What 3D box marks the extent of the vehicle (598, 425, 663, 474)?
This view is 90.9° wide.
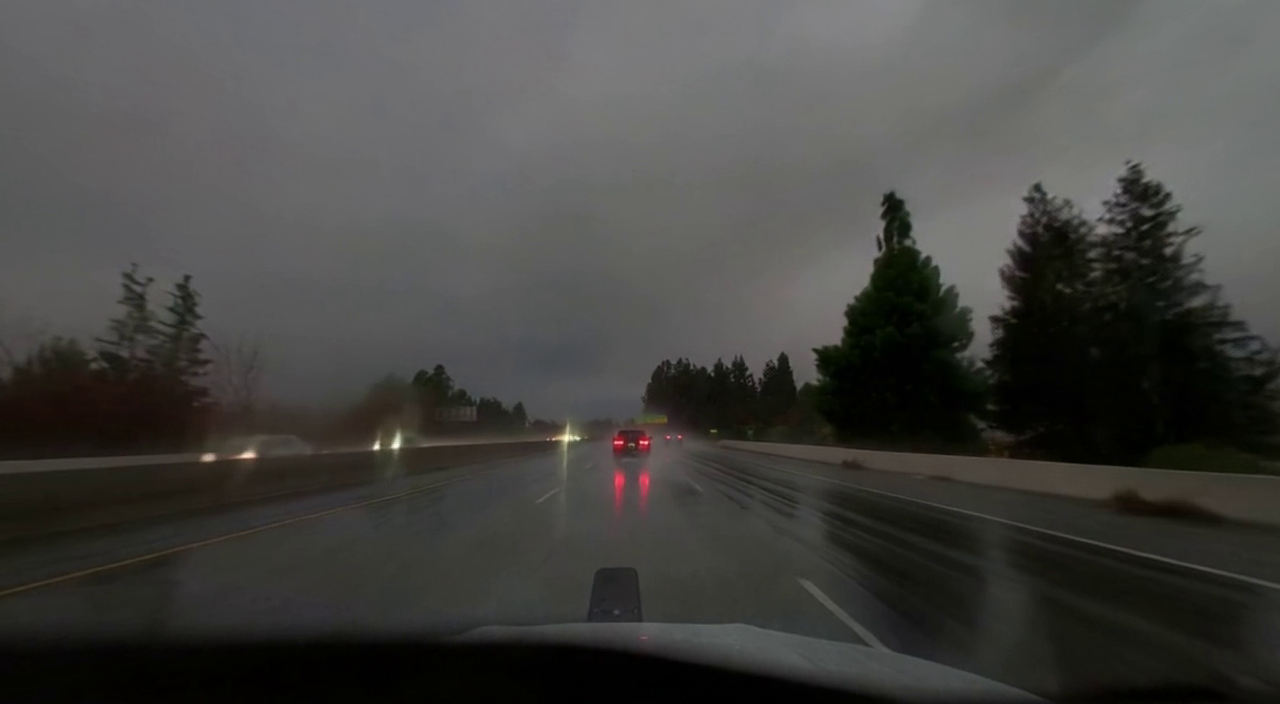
[{"bbox_3d":[-0.349,3.425,22.404,2.094,1.600,3.666,0,-8,-1],"label":"vehicle"}]

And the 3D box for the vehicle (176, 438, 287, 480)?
[{"bbox_3d":[-15.990,4.156,24.931,1.838,1.514,3.748,0,-8,0],"label":"vehicle"}]

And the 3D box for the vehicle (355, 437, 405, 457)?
[{"bbox_3d":[-19.905,7.299,48.472,1.889,1.449,4.539,0,-8,0],"label":"vehicle"}]
